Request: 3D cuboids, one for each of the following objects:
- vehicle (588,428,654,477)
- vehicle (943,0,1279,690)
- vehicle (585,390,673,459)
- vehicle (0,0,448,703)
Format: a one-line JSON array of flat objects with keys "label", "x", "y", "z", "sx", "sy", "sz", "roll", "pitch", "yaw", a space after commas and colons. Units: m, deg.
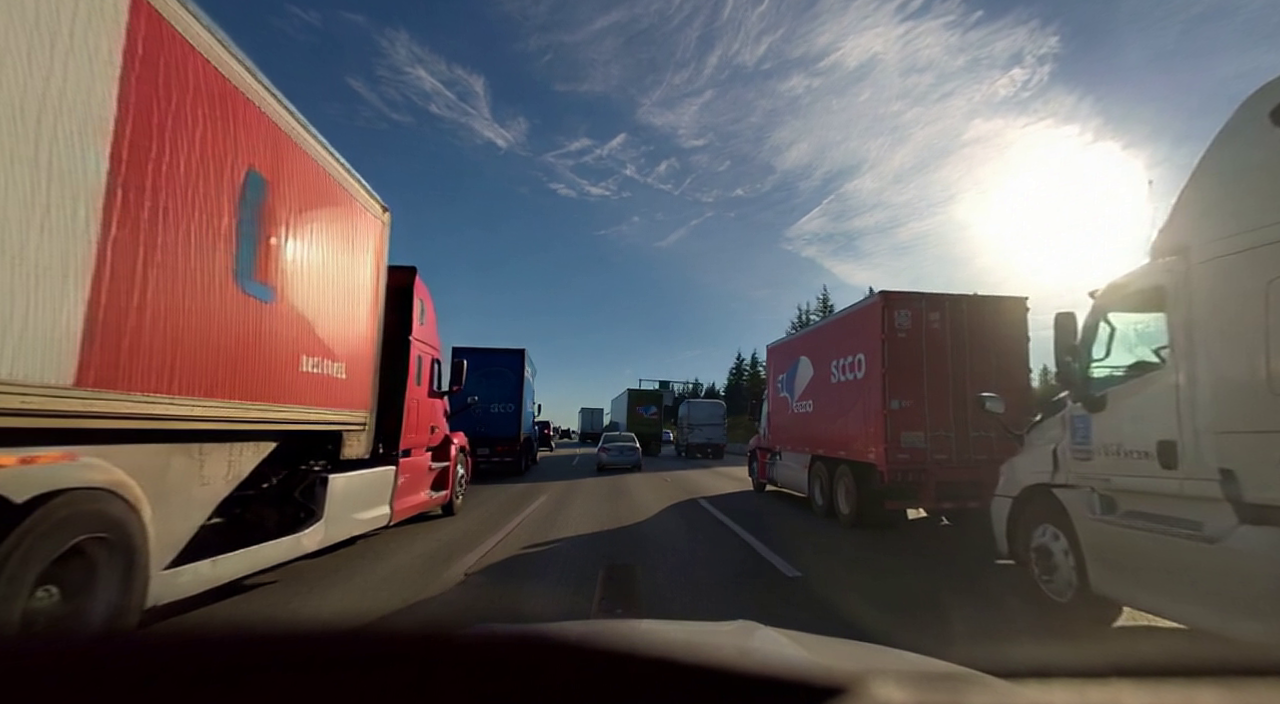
[{"label": "vehicle", "x": -0.789, "y": 3.527, "z": 22.370, "sx": 2.060, "sy": 1.540, "sz": 4.374, "roll": 1, "pitch": -8, "yaw": -5}, {"label": "vehicle", "x": 5.261, "y": -0.166, "z": 3.379, "sx": 2.992, "sy": 3.986, "sz": 5.841, "roll": 3, "pitch": -8, "yaw": -21}, {"label": "vehicle", "x": -1.258, "y": 5.321, "z": 45.137, "sx": 2.899, "sy": 4.112, "sz": 13.912, "roll": 2, "pitch": -8, "yaw": -15}, {"label": "vehicle", "x": -3.777, "y": -0.010, "z": 3.597, "sx": 2.822, "sy": 3.788, "sz": 8.799, "roll": 0, "pitch": -8, "yaw": -2}]
